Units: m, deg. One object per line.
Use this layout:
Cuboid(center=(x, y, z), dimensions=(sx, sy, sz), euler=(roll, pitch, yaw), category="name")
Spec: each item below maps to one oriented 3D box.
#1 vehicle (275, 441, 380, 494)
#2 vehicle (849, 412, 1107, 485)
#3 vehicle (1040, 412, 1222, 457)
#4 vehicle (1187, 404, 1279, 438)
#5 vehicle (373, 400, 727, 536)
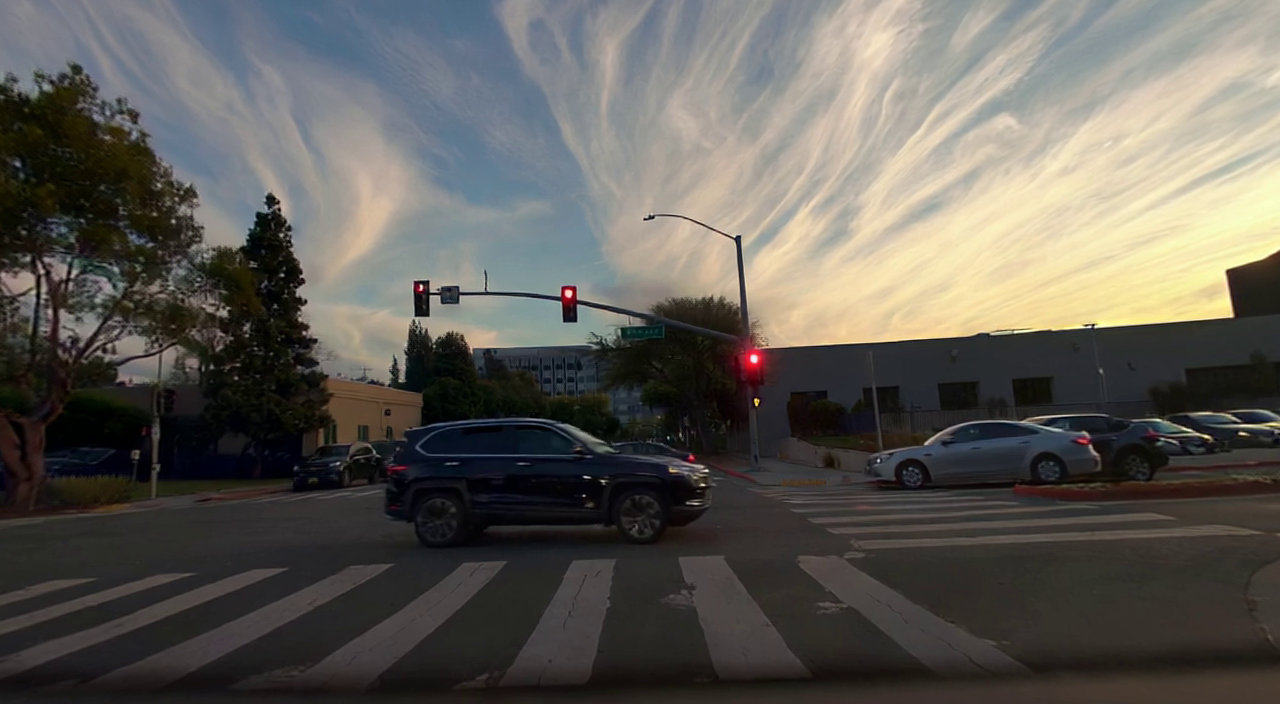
Cuboid(center=(-13.723, 5.060, 28.154), dimensions=(2.251, 1.957, 4.968), euler=(-4, -9, -1), category="vehicle")
Cuboid(center=(6.947, 2.104, 13.500), dimensions=(4.385, 1.419, 1.855), euler=(-1, -12, 8), category="vehicle")
Cuboid(center=(16.961, 2.907, 22.107), dimensions=(4.560, 1.453, 1.851), euler=(-3, -9, 18), category="vehicle")
Cuboid(center=(34.921, 4.018, 36.630), dimensions=(4.326, 1.511, 1.725), euler=(-8, -9, 17), category="vehicle")
Cuboid(center=(-1.251, 1.834, 10.072), dimensions=(5.122, 1.781, 2.098), euler=(-3, -9, 6), category="vehicle")
